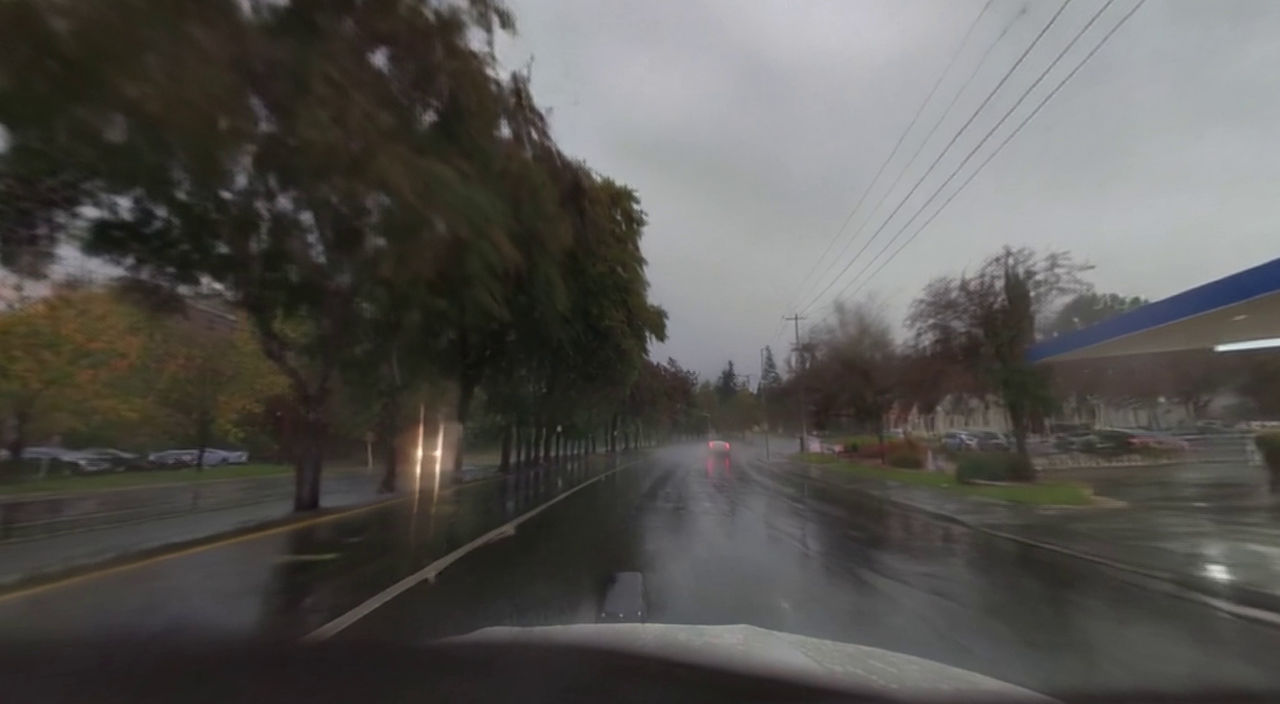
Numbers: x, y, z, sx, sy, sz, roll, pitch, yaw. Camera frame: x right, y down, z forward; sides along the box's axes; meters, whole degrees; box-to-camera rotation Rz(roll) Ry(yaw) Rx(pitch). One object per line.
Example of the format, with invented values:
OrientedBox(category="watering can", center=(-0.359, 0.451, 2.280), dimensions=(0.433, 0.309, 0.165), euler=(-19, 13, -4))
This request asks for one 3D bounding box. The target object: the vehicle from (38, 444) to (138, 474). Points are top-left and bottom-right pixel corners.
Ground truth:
OrientedBox(category="vehicle", center=(-33.184, 6.450, 38.181), dimensions=(2.051, 1.639, 4.354), euler=(-1, -9, 0))

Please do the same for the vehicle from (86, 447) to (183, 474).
OrientedBox(category="vehicle", center=(-30.485, 6.535, 38.305), dimensions=(1.884, 1.490, 4.627), euler=(0, -9, 2))
